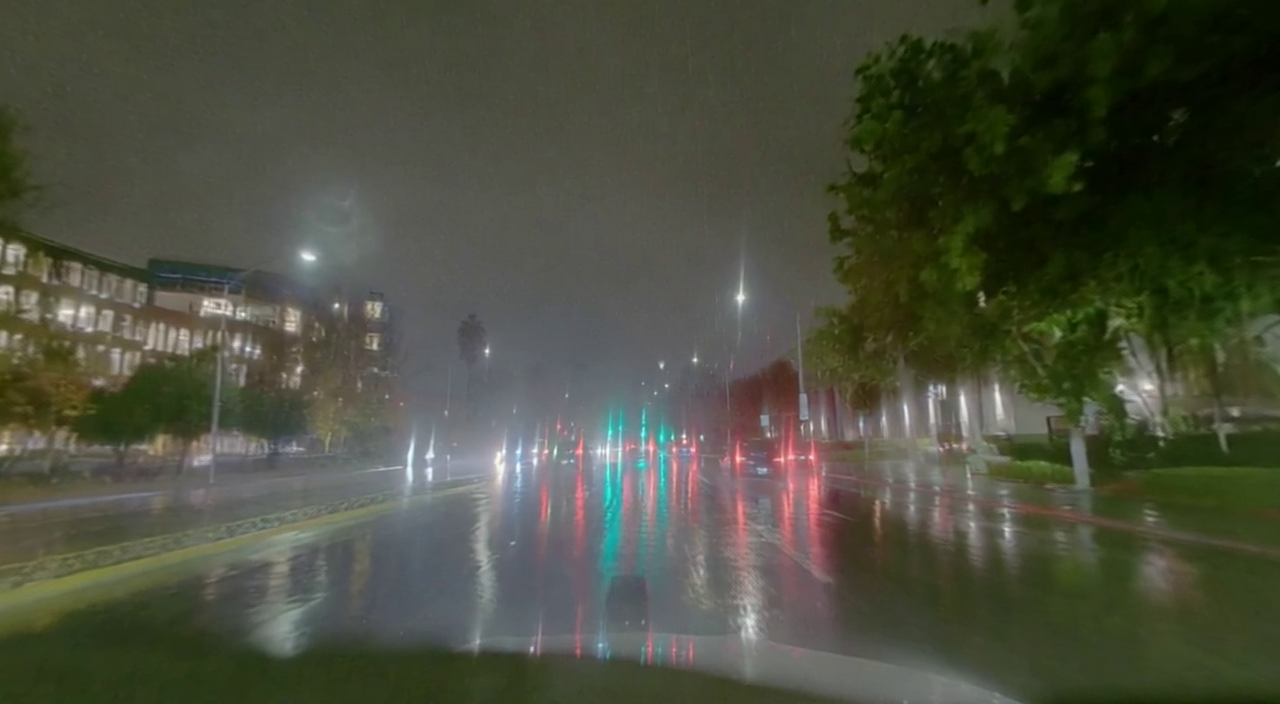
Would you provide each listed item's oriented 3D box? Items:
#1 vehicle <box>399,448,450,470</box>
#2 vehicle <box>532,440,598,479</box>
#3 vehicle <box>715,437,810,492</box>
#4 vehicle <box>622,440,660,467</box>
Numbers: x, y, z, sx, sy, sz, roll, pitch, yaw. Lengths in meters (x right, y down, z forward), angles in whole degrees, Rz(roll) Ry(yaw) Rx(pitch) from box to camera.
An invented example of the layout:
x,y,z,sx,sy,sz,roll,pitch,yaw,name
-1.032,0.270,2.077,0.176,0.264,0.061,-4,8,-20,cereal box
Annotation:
x,y,z,sx,sy,sz,roll,pitch,yaw,name
-15.778,7.849,46.360,2.018,1.465,4.672,0,-8,1,vehicle
-2.966,4.379,25.984,2.082,1.467,4.379,0,-8,1,vehicle
3.655,3.416,19.641,1.990,1.486,4.431,0,-8,-1,vehicle
0.035,5.973,37.180,2.101,1.480,3.929,0,-8,0,vehicle
